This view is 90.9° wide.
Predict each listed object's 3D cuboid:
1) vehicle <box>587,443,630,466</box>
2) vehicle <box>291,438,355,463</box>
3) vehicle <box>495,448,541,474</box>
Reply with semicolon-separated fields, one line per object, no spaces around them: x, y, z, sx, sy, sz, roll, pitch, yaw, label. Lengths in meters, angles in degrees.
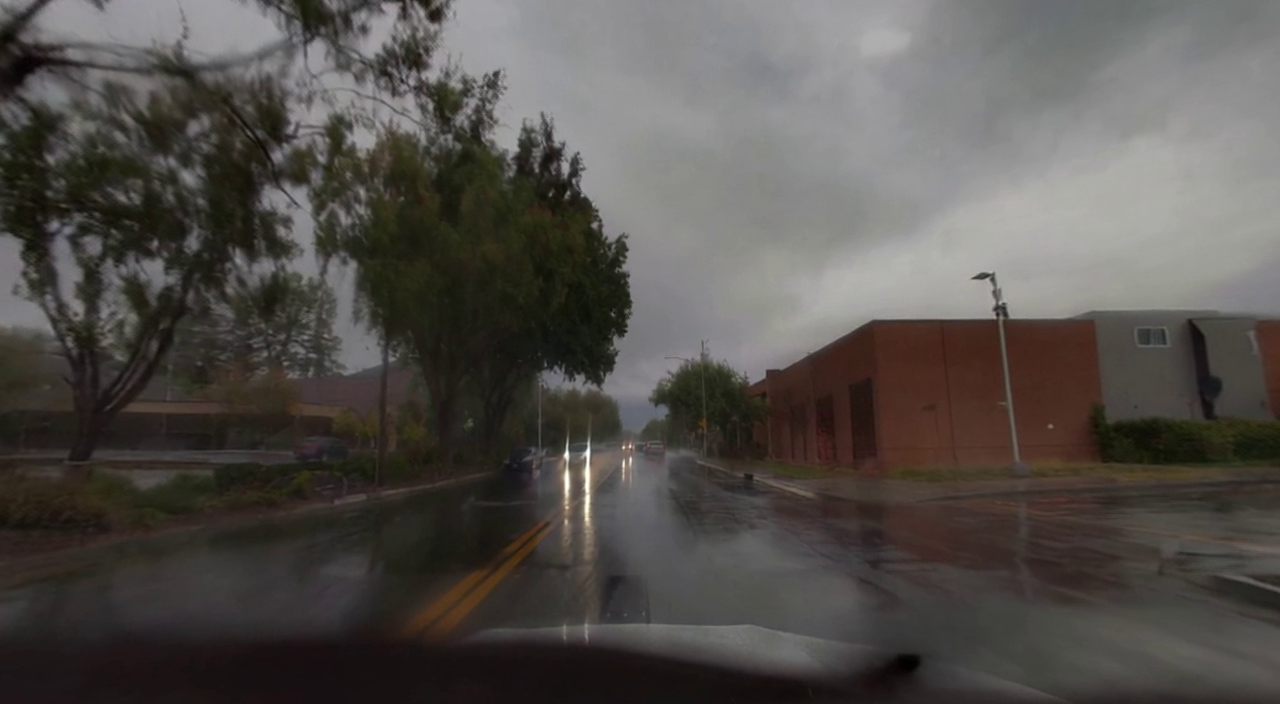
-2.507;7.895;48.829;2.154;1.641;4.254;3;-9;-20;vehicle
-21.437;6.691;42.809;1.906;1.596;4.599;0;-8;1;vehicle
-7.310;6.553;38.129;1.930;1.463;4.195;0;-8;0;vehicle
